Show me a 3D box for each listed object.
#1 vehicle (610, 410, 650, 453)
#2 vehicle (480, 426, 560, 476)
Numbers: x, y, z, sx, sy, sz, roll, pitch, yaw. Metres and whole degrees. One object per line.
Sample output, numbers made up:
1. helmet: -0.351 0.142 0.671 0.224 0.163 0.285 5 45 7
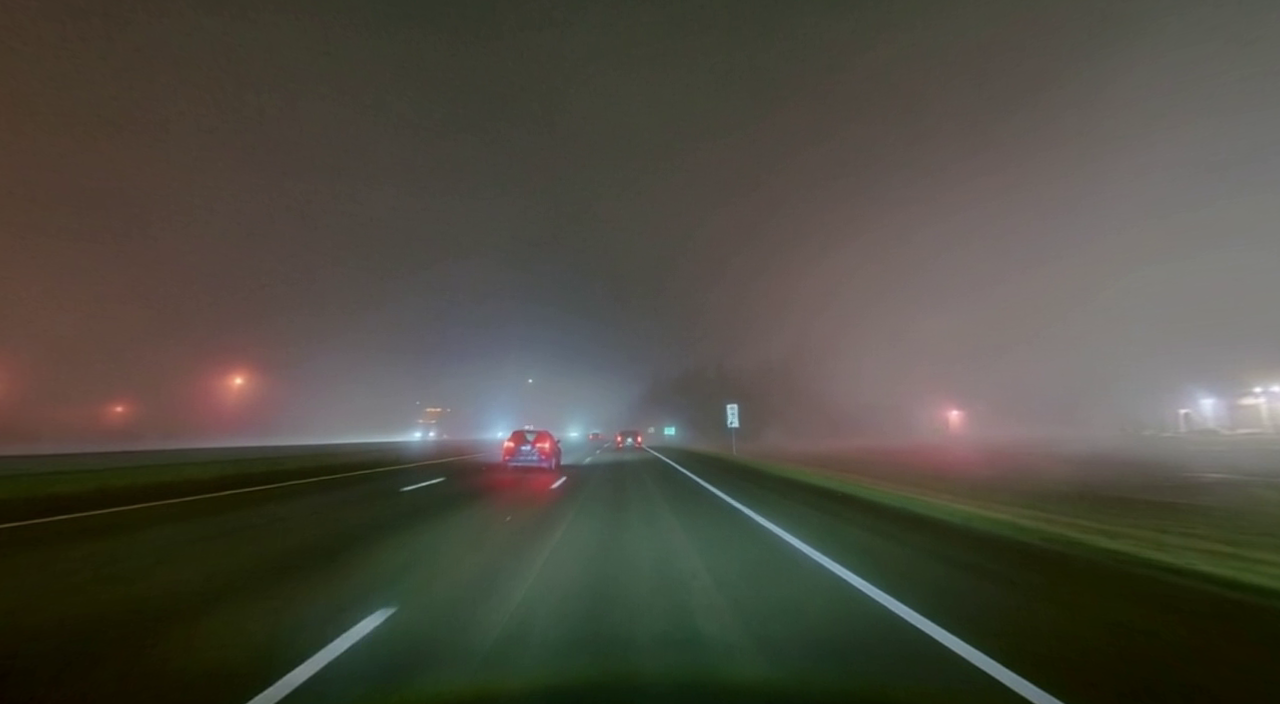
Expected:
1. vehicle: -0.794 5.464 43.091 2.418 2.704 6.445 0 -8 -4
2. vehicle: -3.922 3.304 21.183 1.955 1.508 3.996 0 -8 -1
